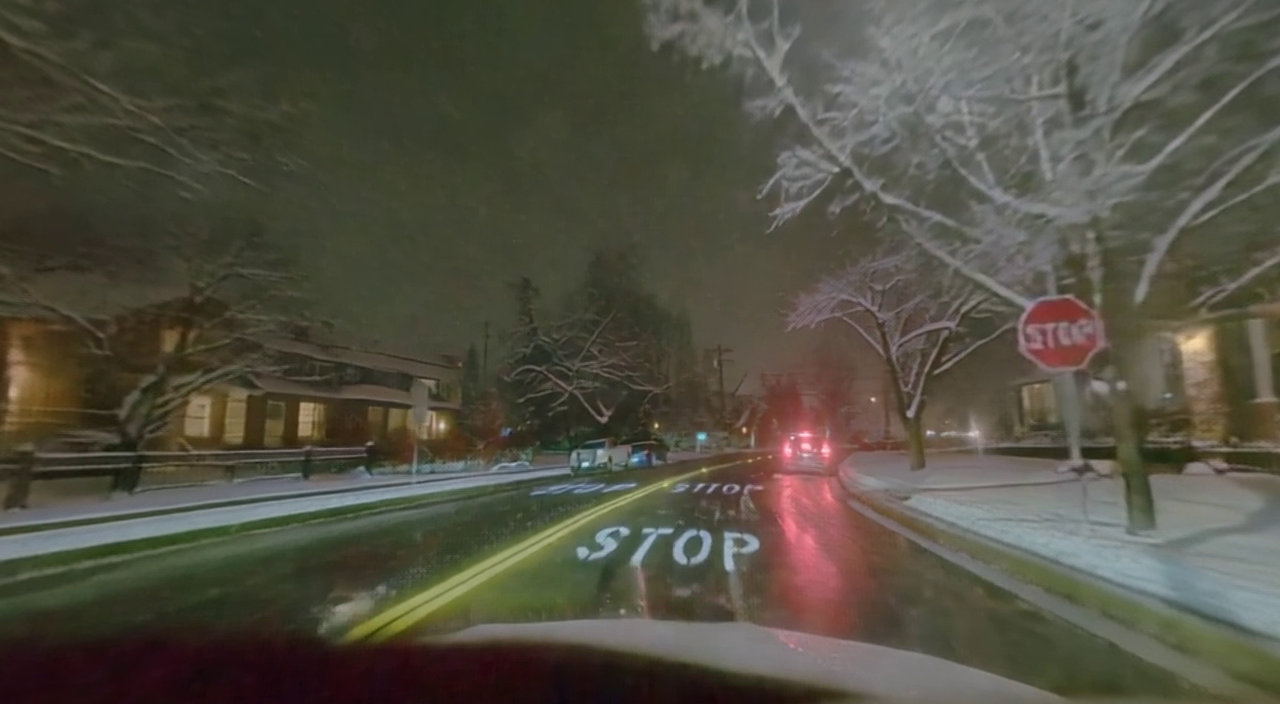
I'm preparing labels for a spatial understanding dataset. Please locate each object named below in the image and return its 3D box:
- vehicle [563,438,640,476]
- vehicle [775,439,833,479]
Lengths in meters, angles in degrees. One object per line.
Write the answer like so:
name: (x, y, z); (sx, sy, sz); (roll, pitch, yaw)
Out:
vehicle: (-1.790, 5.129, 31.219); (2.030, 1.696, 4.828); (-3, -9, 19)
vehicle: (6.969, 4.431, 26.505); (2.045, 1.478, 4.914); (-3, -9, 17)
